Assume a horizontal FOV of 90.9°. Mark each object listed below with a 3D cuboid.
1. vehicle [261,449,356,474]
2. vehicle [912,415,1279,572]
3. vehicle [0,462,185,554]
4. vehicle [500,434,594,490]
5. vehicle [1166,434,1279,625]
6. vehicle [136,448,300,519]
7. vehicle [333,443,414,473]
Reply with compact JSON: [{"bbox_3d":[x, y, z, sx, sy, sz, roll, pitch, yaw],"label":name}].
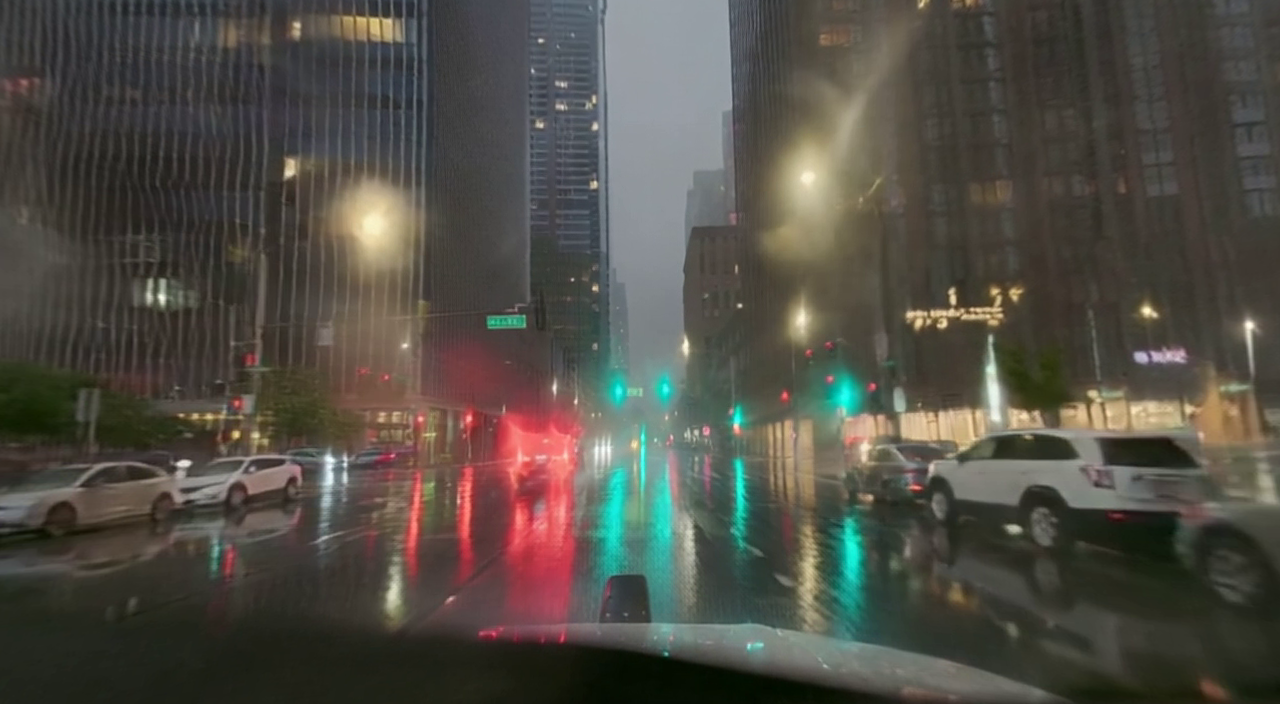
[{"bbox_3d":[-21.128,7.004,40.330,4.791,1.506,2.244,0,-8,0],"label":"vehicle"},{"bbox_3d":[6.019,1.880,9.243,1.918,1.674,4.779,0,-8,0],"label":"vehicle"},{"bbox_3d":[-12.280,3.174,13.486,1.808,1.475,4.550,0,-8,-2],"label":"vehicle"},{"bbox_3d":[-2.666,3.295,19.323,2.014,1.480,4.780,0,-8,2],"label":"vehicle"},{"bbox_3d":[5.823,1.198,3.651,1.760,1.471,4.453,0,-8,1],"label":"vehicle"},{"bbox_3d":[-12.185,3.754,18.638,1.890,1.781,4.331,0,-8,-2],"label":"vehicle"},{"bbox_3d":[-20.890,8.303,49.559,5.283,1.959,2.453,-3,-8,0],"label":"vehicle"}]
